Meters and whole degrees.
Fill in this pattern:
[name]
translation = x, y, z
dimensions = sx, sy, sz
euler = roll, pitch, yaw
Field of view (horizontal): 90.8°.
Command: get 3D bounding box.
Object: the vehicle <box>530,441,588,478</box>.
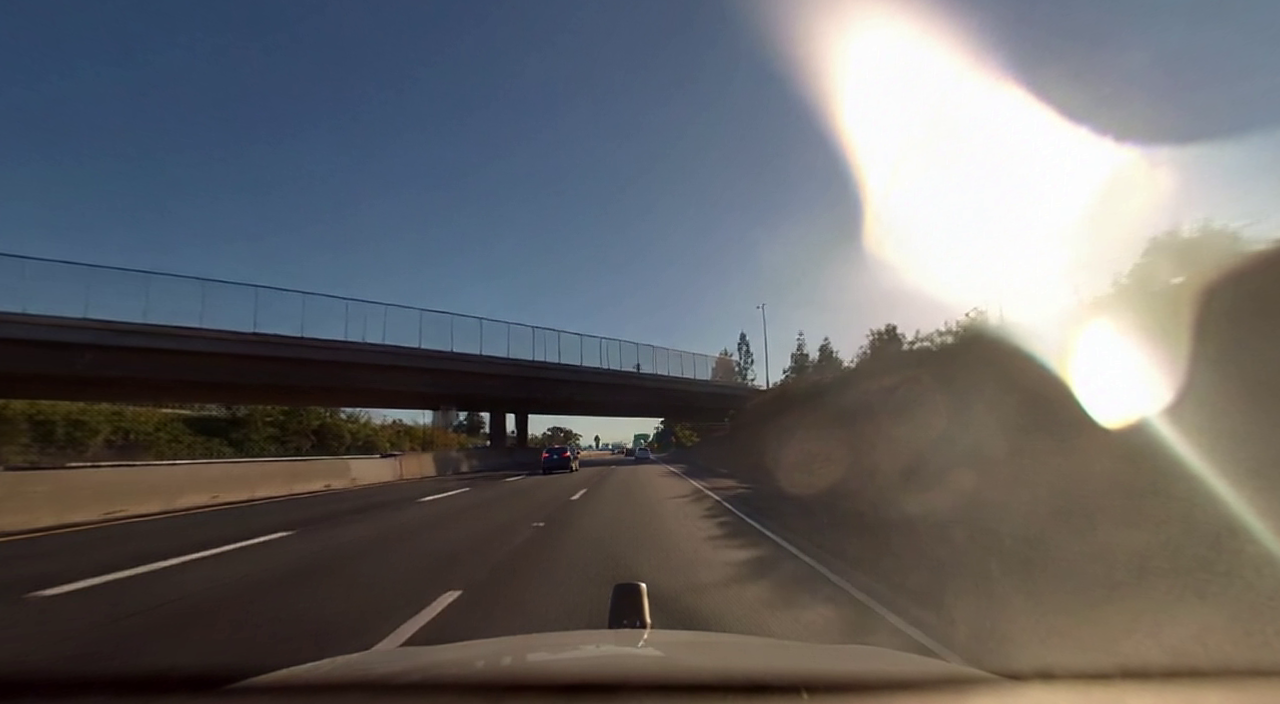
[vehicle]
translation = -4.128, 5.555, 32.981
dimensions = 2.272, 1.759, 5.058
euler = 0, -9, 1
